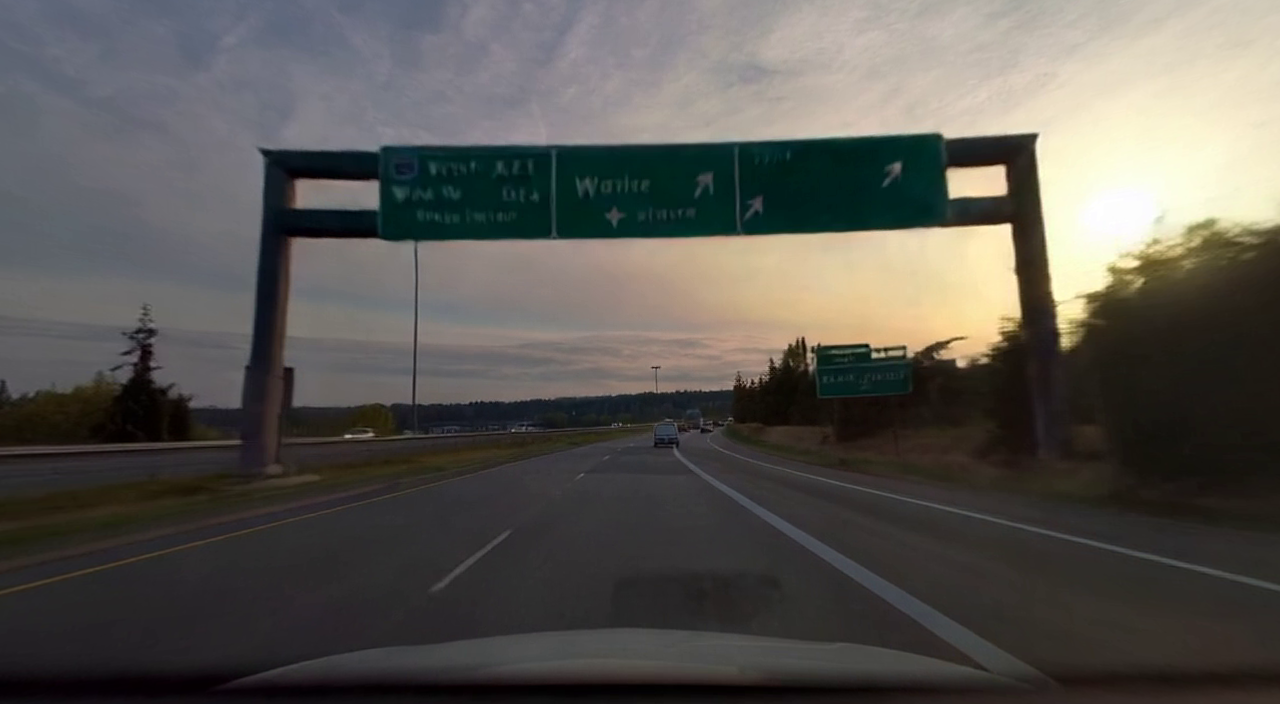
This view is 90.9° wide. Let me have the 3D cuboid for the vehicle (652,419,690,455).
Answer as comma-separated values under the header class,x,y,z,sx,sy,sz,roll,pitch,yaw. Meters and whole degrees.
class,x,y,z,sx,sy,sz,roll,pitch,yaw
vehicle,2.077,5.845,43.471,2.450,2.314,4.753,0,-8,2
